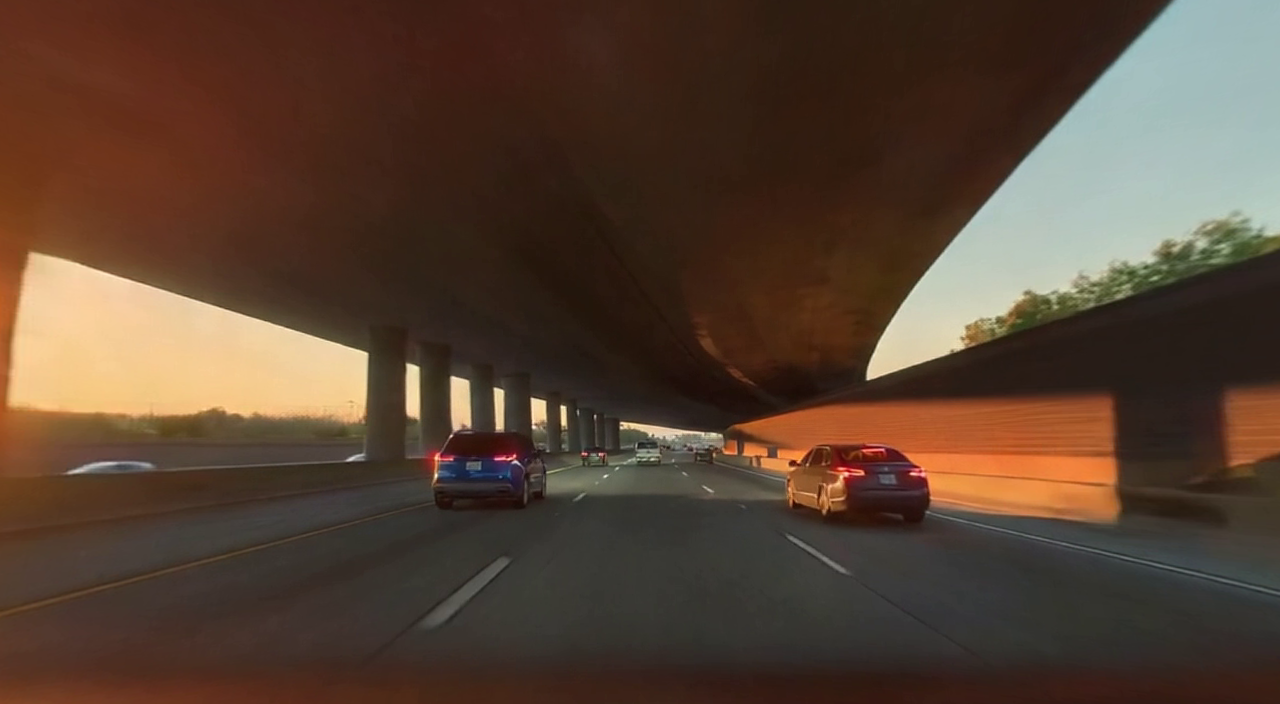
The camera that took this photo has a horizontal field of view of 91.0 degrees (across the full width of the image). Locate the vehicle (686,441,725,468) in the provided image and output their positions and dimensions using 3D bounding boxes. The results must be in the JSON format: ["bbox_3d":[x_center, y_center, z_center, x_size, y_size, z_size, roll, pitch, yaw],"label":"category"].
[{"bbox_3d":[4.588,7.268,44.995,2.231,1.807,4.588,0,-9,-1],"label":"vehicle"}]

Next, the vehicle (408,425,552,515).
[{"bbox_3d":[-3.491,2.684,14.798,2.089,1.751,4.515,0,-9,1],"label":"vehicle"}]

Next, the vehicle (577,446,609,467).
[{"bbox_3d":[-3.390,7.593,45.932,1.994,1.475,4.171,0,-9,0],"label":"vehicle"}]

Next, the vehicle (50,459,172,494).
[{"bbox_3d":[-26.105,6.124,31.339,1.860,1.516,4.638,0,-9,3],"label":"vehicle"}]

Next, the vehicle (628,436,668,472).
[{"bbox_3d":[0.440,5.827,36.146,2.155,1.909,4.529,0,-9,0],"label":"vehicle"}]

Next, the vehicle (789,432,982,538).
[{"bbox_3d":[4.123,2.276,11.353,1.959,1.554,3.795,0,-9,1],"label":"vehicle"}]
